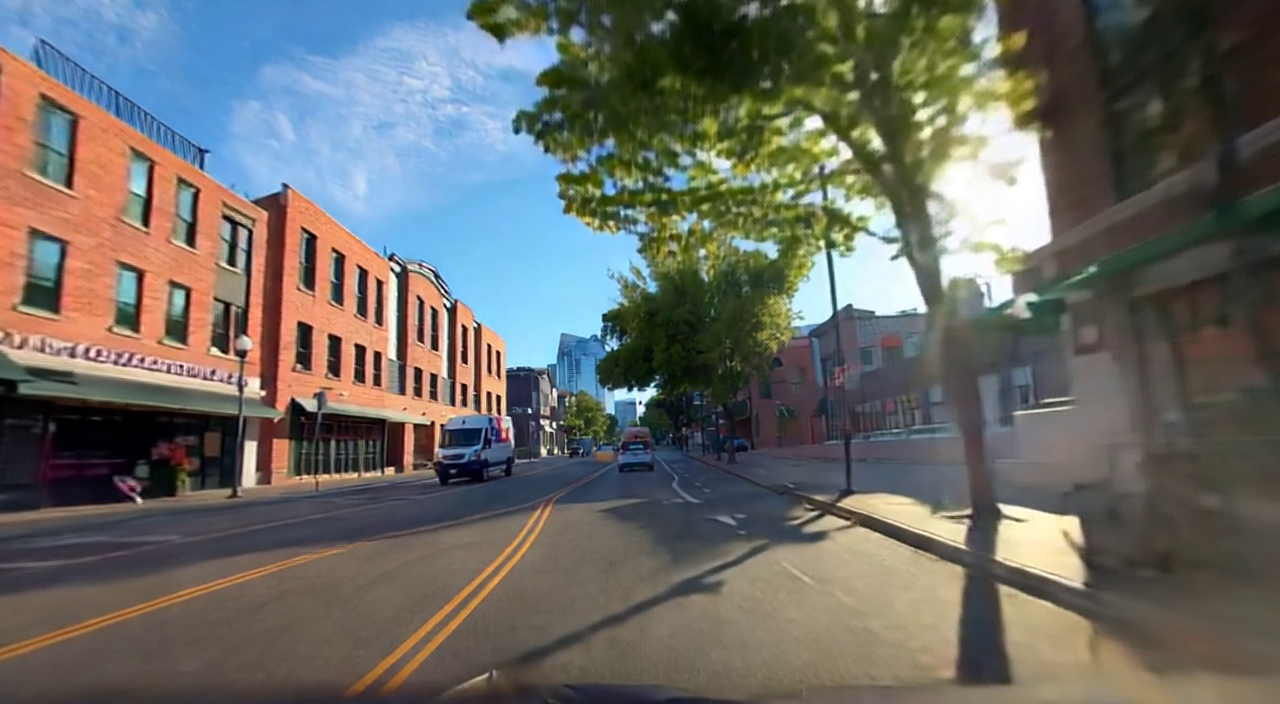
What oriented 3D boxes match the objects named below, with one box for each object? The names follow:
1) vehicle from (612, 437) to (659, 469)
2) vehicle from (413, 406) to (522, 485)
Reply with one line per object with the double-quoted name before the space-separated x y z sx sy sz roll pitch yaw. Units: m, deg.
"vehicle" -0.197 5.403 33.950 2.356 1.572 4.810 0 -8 1
"vehicle" -7.429 4.166 28.379 2.754 3.065 7.103 0 -8 1
